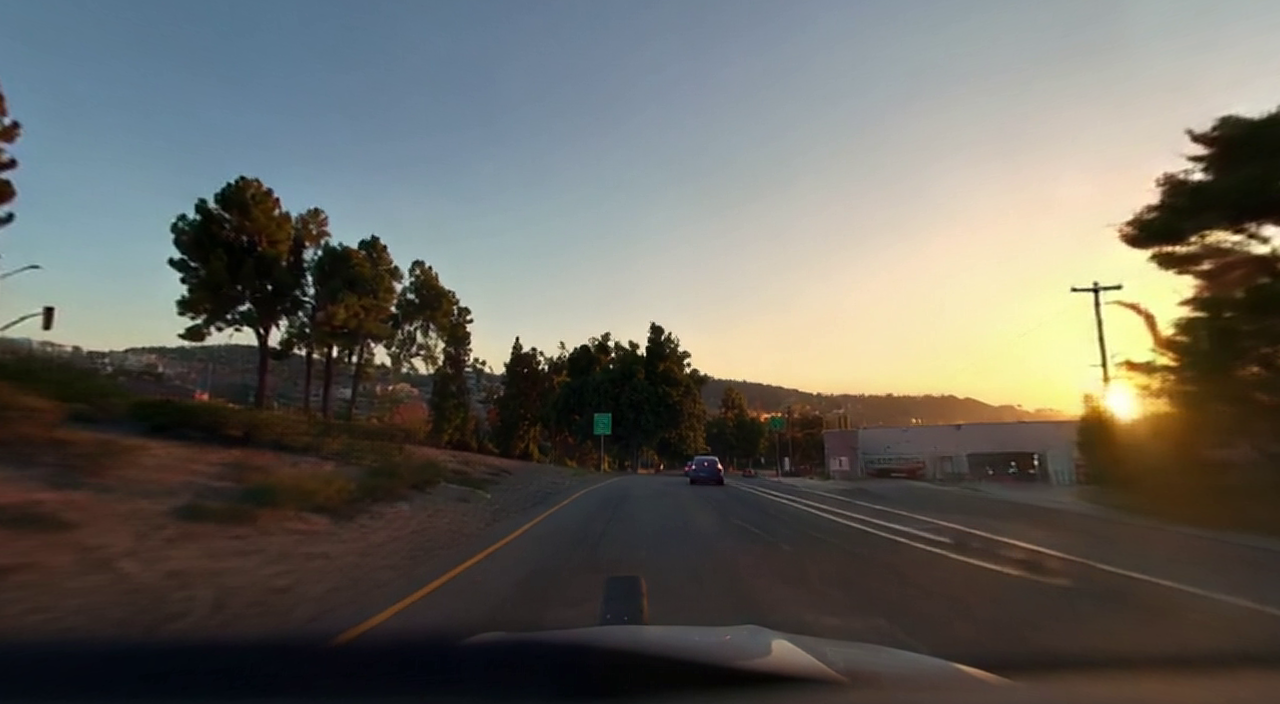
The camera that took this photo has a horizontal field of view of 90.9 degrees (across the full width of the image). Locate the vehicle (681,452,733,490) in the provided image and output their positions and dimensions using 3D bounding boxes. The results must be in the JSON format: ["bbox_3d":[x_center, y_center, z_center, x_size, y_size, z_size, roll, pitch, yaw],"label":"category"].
[{"bbox_3d":[2.870,5.213,27.960,1.956,1.473,4.640,0,-8,2],"label":"vehicle"}]
